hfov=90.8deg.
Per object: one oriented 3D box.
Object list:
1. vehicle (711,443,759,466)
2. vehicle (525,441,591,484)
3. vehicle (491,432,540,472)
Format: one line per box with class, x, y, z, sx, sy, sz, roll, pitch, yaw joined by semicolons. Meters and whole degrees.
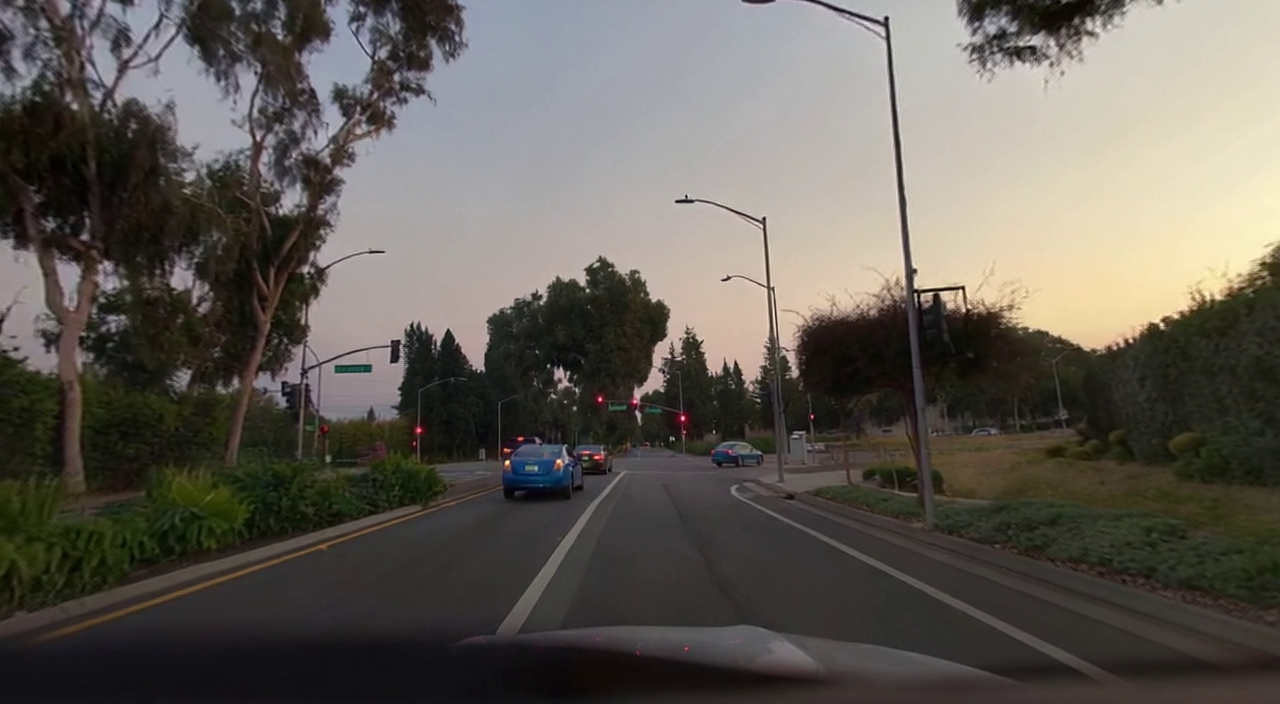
vehicle;6.173;6.580;40.647;1.945;1.410;4.284;-4;-9;24
vehicle;-3.066;4.223;24.463;1.979;1.492;3.930;0;-9;1
vehicle;-6.849;5.525;34.973;2.390;2.020;5.085;1;-9;-10
